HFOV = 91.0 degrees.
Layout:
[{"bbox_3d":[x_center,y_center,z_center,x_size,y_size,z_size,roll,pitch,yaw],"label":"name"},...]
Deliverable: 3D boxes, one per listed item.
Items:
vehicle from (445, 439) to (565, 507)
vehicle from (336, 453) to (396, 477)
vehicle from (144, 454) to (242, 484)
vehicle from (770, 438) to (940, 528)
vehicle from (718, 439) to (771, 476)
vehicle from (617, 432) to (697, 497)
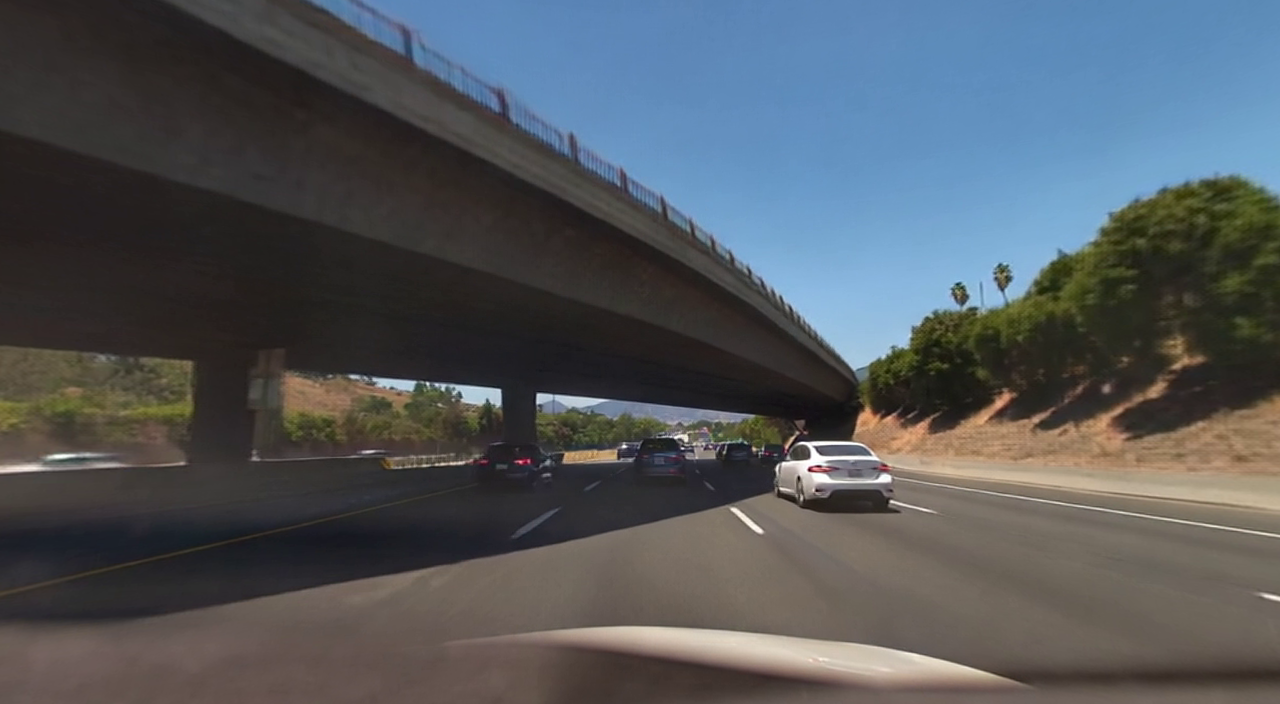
[{"bbox_3d":[-3.300,3.059,16.380,2.012,1.495,4.169,0,-9,3],"label":"vehicle"},{"bbox_3d":[-19.151,7.907,44.261,2.031,1.551,4.268,0,-9,4],"label":"vehicle"},{"bbox_3d":[-26.036,6.801,36.911,1.906,1.508,4.841,0,-9,5],"label":"vehicle"},{"bbox_3d":[4.140,2.590,13.028,1.999,1.514,4.338,0,-9,0],"label":"vehicle"},{"bbox_3d":[5.234,5.374,32.170,2.063,1.710,4.591,0,-9,2],"label":"vehicle"},{"bbox_3d":[0.525,3.398,19.328,2.181,1.728,3.970,0,-9,1],"label":"vehicle"}]
